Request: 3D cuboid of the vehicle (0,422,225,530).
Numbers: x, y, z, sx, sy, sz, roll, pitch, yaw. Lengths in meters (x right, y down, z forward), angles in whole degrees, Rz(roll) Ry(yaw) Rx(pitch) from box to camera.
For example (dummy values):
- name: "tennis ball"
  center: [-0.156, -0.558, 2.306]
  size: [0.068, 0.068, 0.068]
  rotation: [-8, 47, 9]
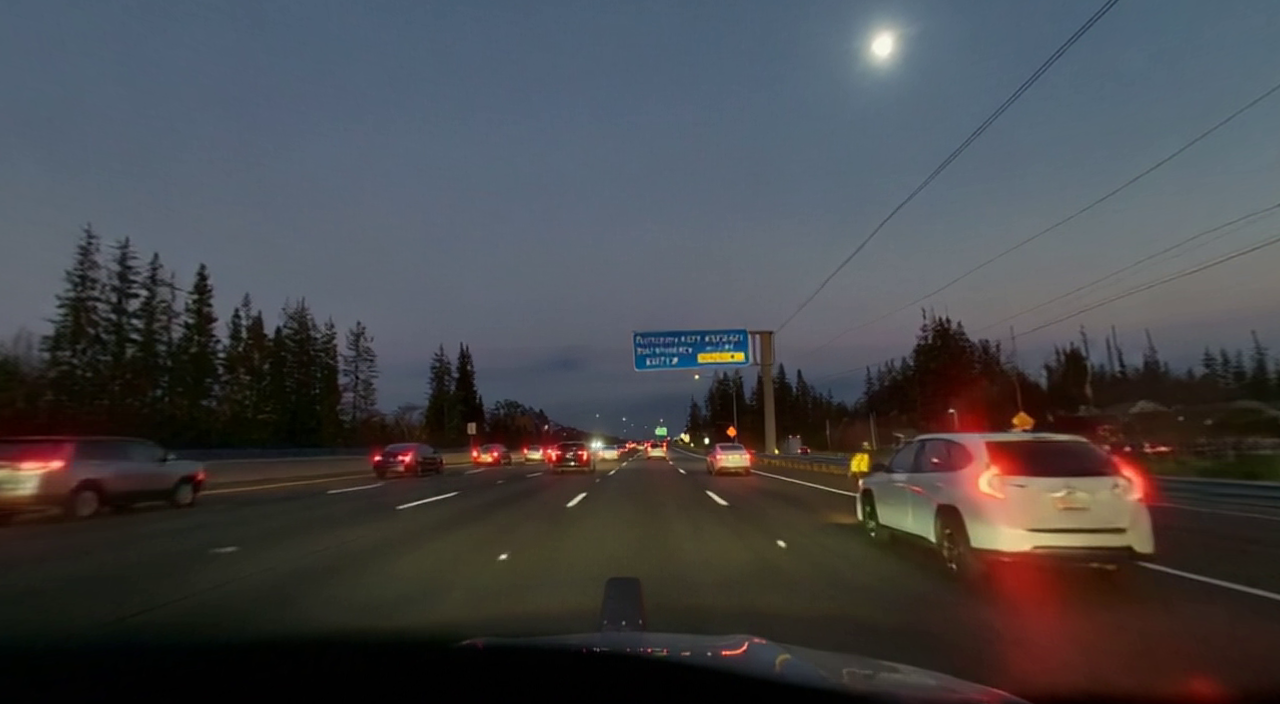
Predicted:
- name: "vehicle"
  center: [-10.791, 2.313, 12.342]
  size: [2.137, 1.690, 4.630]
  rotation: [0, -8, 1]

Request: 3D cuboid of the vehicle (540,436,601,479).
- name: "vehicle"
  center: [-3.039, 4.723, 28.577]
  size: [2.133, 1.775, 4.530]
  rotation: [0, -8, 1]

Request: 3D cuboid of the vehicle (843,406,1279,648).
- name: "vehicle"
  center: [3.827, 1.471, 6.401]
  size: [2.036, 1.580, 4.360]
  rotation: [0, -8, 0]

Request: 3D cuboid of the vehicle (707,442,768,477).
- name: "vehicle"
  center: [4.445, 4.968, 29.437]
  size: [2.022, 1.472, 4.678]
  rotation: [0, -8, -1]

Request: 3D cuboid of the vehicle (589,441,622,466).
- name: "vehicle"
  center: [-2.478, 7.456, 46.522]
  size: [2.133, 1.668, 4.505]
  rotation: [0, -8, 1]

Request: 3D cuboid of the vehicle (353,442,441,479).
- name: "vehicle"
  center: [-10.546, 4.713, 27.737]
  size: [1.926, 1.479, 4.688]
  rotation: [0, -8, 1]

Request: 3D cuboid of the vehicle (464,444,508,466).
- name: "vehicle"
  center: [-10.799, 7.210, 44.481]
  size: [1.877, 1.458, 4.543]
  rotation: [0, -8, 1]

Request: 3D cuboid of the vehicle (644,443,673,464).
- name: "vehicle"
  center: [1.399, 7.950, 49.741]
  size: [2.220, 1.575, 4.332]
  rotation: [0, -8, 0]
